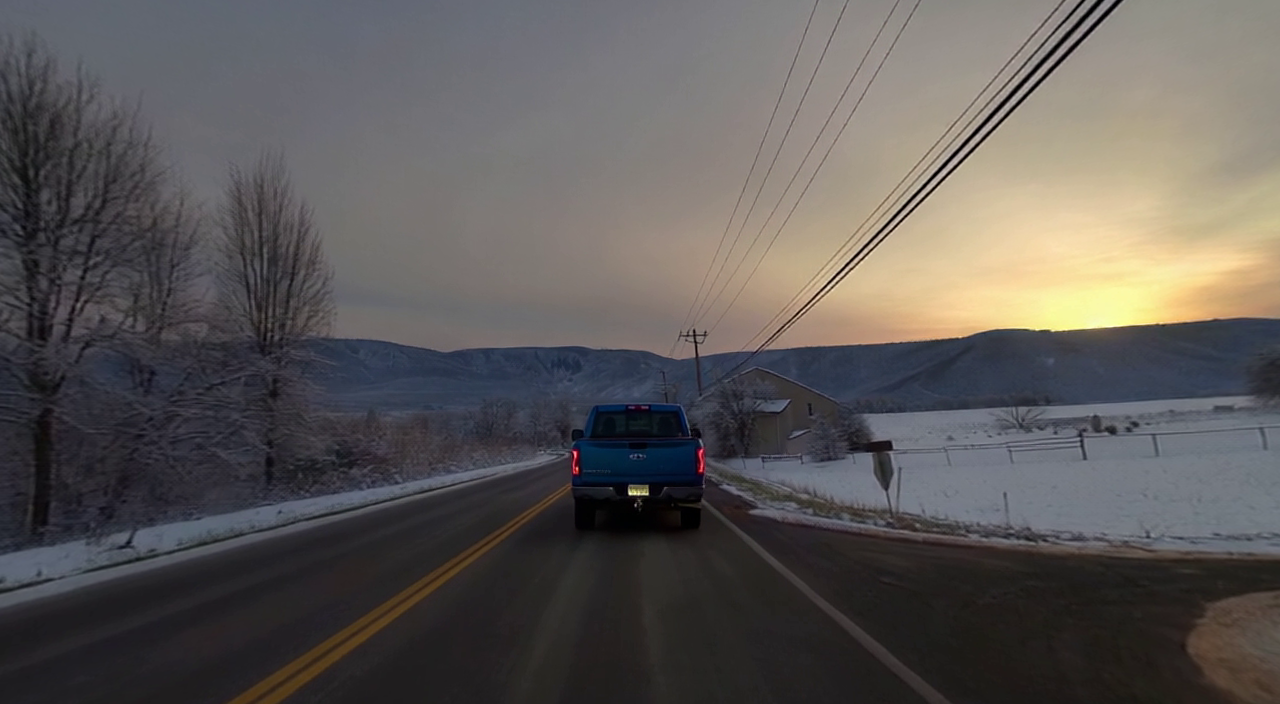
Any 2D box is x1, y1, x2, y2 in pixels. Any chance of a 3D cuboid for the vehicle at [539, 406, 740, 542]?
[{"bbox_3d":[-0.087,2.121,11.762,2.774,1.861,5.885,0,-8,-2],"label":"vehicle"}]
